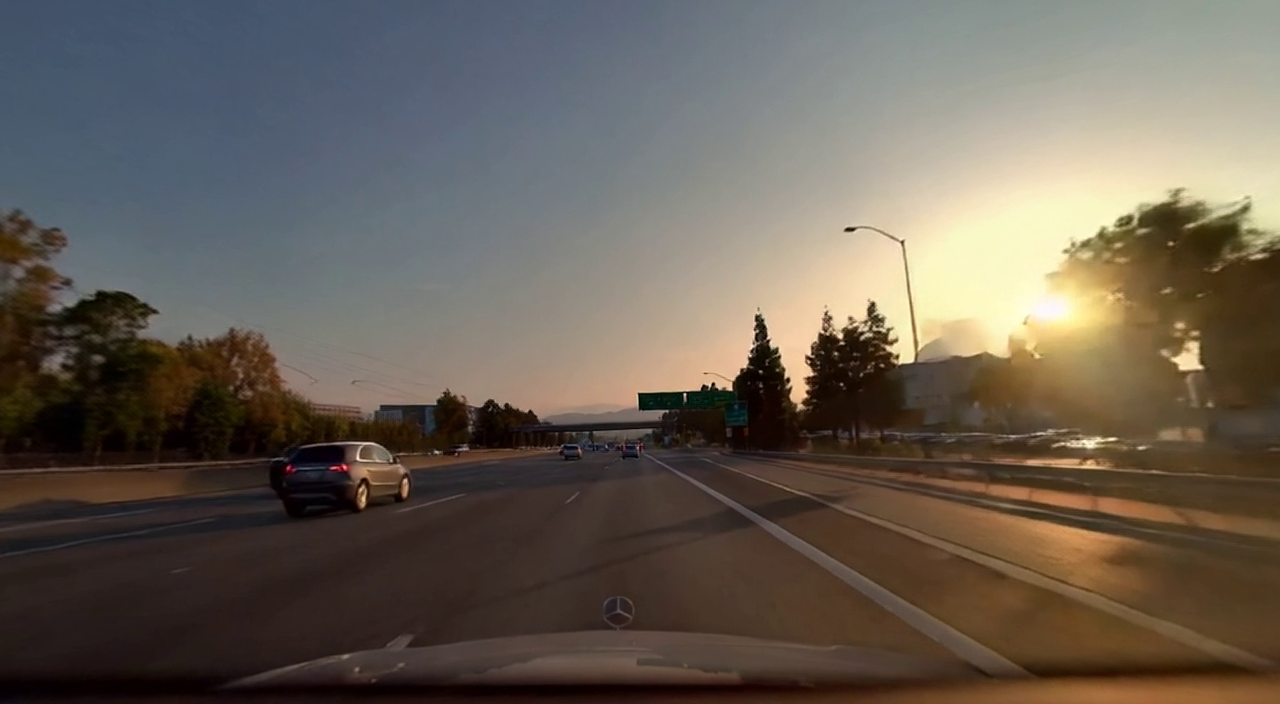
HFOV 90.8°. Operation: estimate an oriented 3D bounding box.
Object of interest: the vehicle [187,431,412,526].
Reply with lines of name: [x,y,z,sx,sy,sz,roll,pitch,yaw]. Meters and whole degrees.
vehicle: [-6.708,2.526,13.256,2.016,1.606,4.806,0,-9,0]
